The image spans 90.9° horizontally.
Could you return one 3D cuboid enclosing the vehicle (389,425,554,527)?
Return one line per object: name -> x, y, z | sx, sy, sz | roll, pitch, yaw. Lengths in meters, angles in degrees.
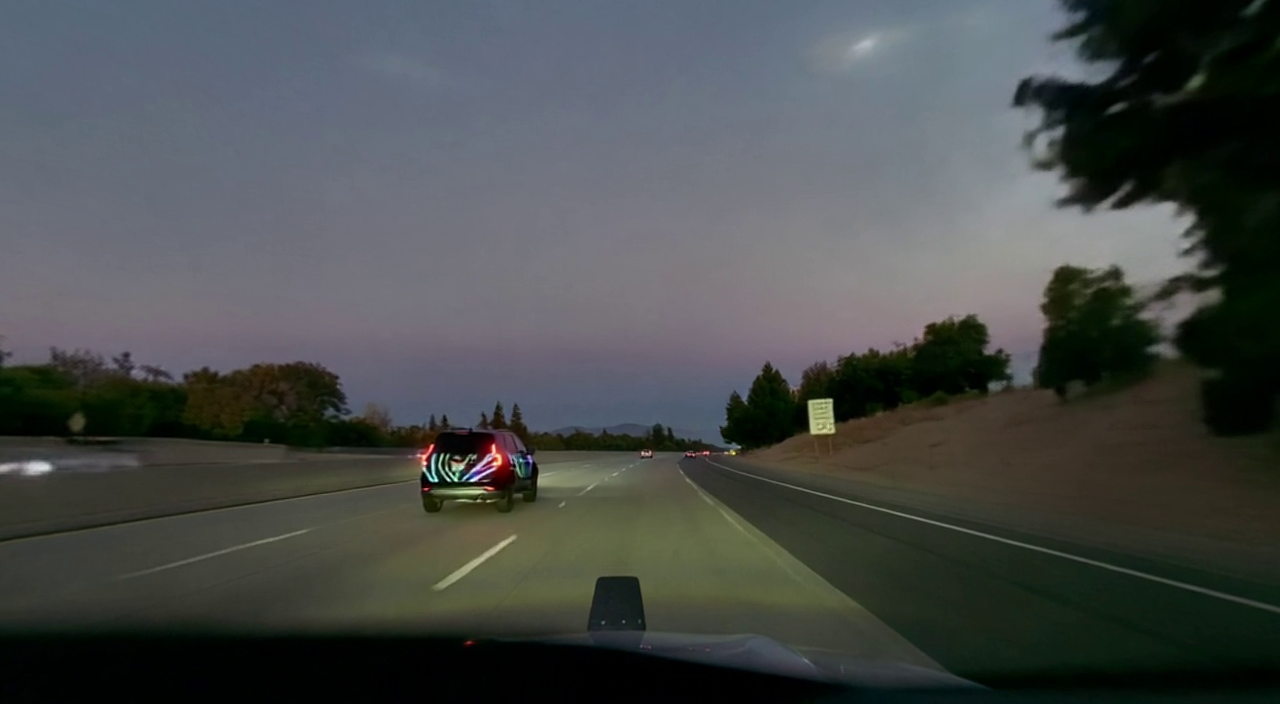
vehicle -> -3.359, 2.587, 13.779 | 2.183, 1.803, 4.685 | -1, -8, 2
